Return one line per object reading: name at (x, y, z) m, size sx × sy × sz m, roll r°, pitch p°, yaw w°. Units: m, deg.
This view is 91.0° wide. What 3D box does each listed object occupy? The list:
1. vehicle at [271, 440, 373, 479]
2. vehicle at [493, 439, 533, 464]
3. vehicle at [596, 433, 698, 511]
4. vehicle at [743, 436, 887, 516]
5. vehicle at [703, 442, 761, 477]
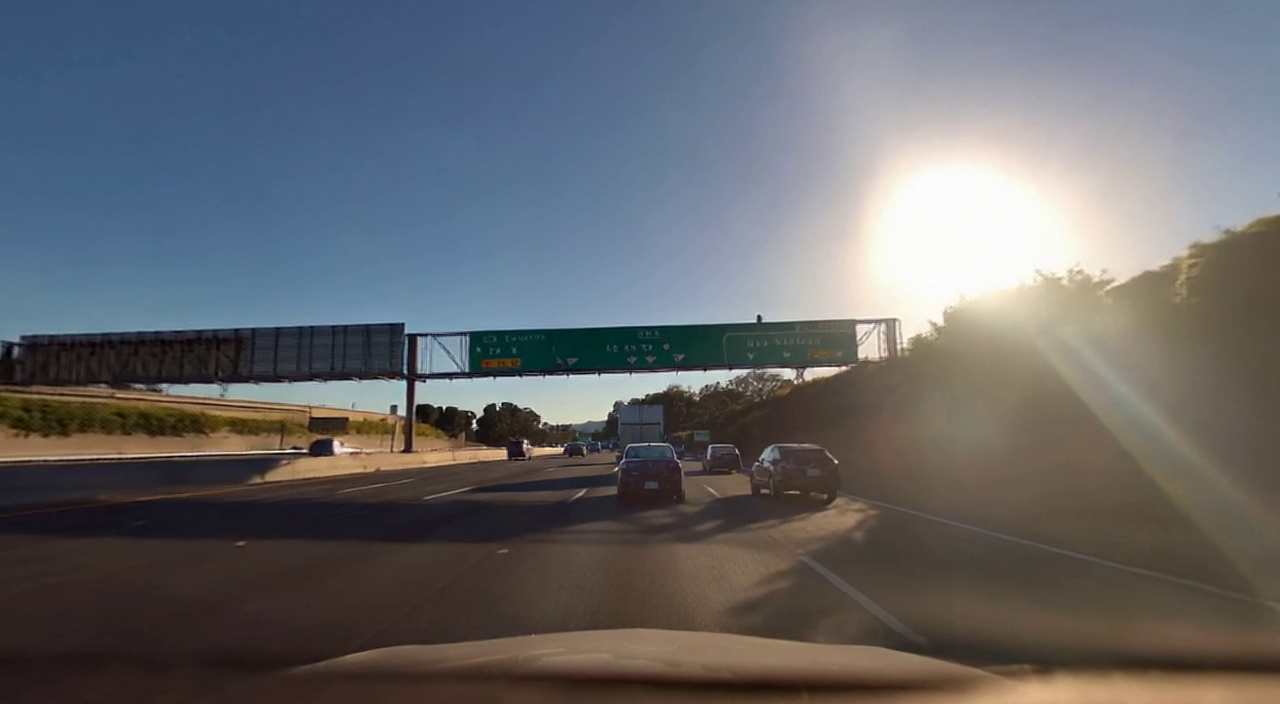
vehicle at (-14.420, 4.881, 28.953) m, size 2.055 × 1.613 × 4.955 m, roll 0°, pitch -9°, yaw 0°
vehicle at (-9.821, 7.732, 49.053) m, size 1.978 × 1.821 × 4.975 m, roll 0°, pitch -9°, yaw 1°
vehicle at (0.157, 2.730, 14.707) m, size 2.044 × 1.554 × 3.824 m, roll 0°, pitch -9°, yaw 0°
vehicle at (3.680, 2.674, 14.057) m, size 2.044 × 1.523 × 3.947 m, roll 0°, pitch -9°, yaw 0°
vehicle at (4.262, 5.058, 29.849) m, size 2.002 × 1.499 × 4.710 m, roll 0°, pitch -9°, yaw -1°
